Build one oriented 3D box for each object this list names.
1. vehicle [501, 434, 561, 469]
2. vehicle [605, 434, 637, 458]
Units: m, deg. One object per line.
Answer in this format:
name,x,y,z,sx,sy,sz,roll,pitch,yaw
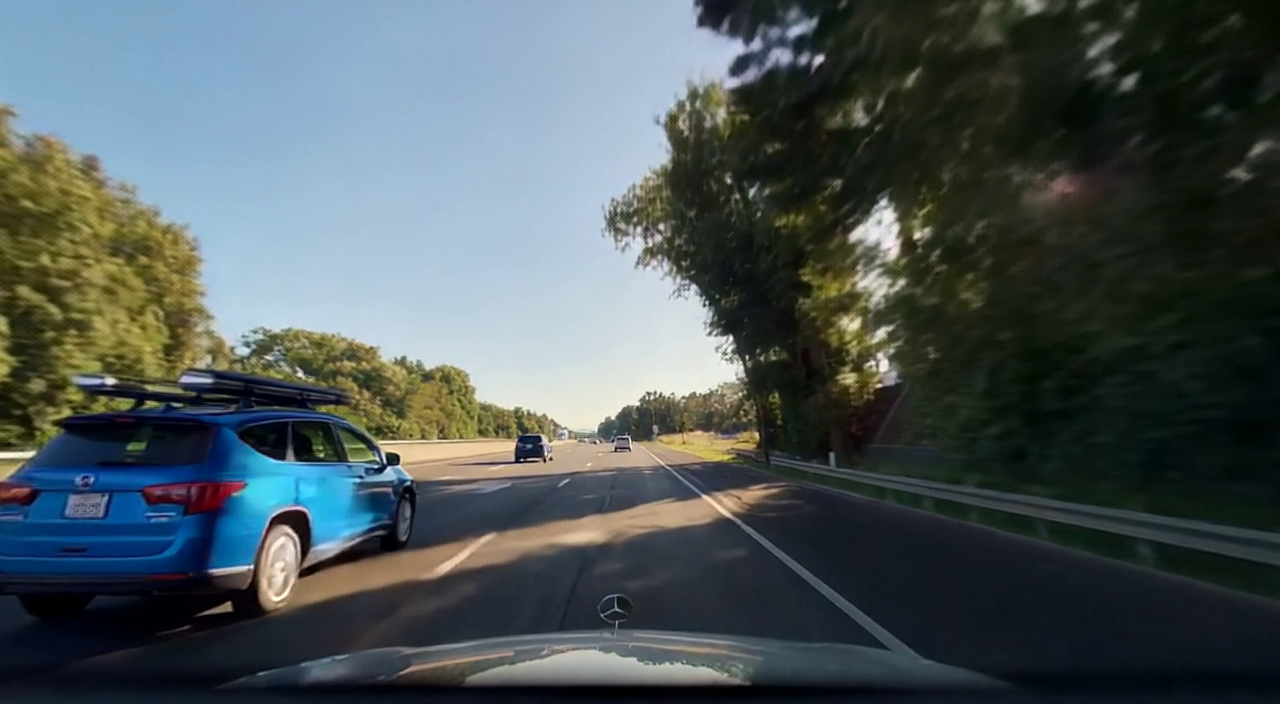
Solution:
vehicle,-5.244,4.849,30.958,2.189,1.580,4.607,0,-8,0
vehicle,-1.294,6.635,44.562,2.151,1.618,3.898,0,-8,-1
